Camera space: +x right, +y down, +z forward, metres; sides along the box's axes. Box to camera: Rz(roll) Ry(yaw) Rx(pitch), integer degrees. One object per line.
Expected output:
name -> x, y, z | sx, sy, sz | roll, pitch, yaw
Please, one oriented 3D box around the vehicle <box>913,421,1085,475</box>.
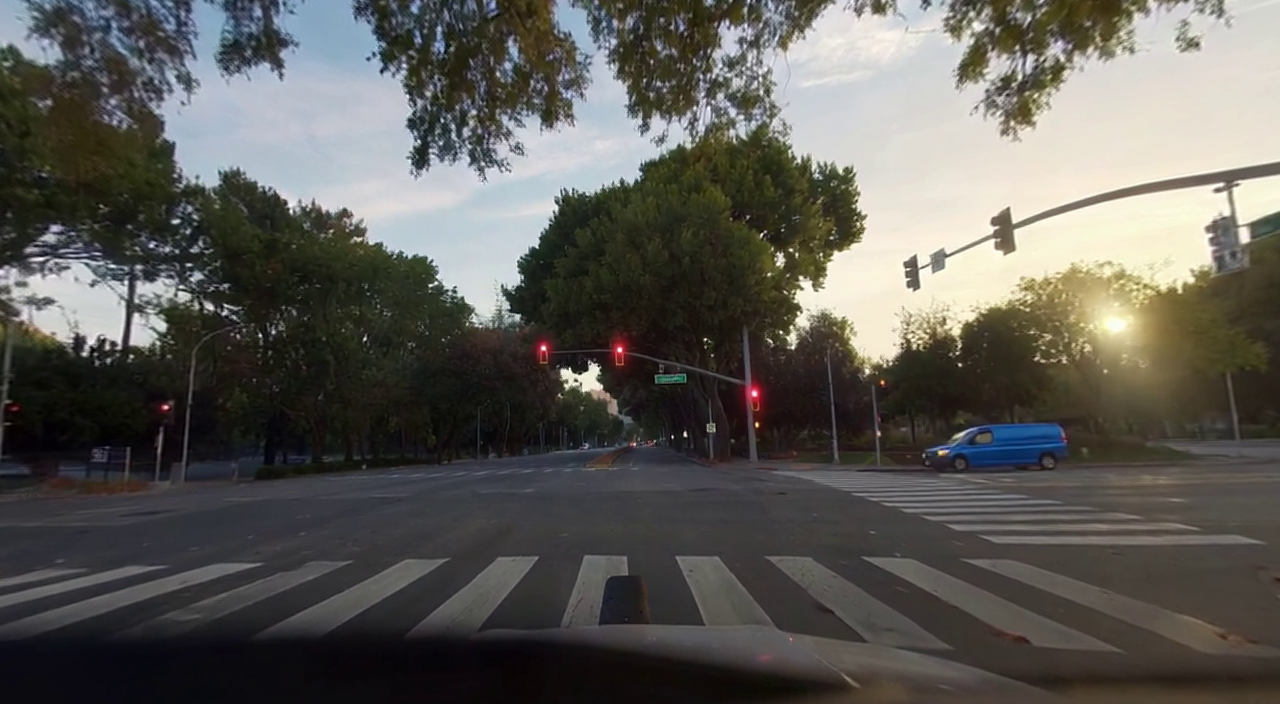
vehicle -> 12.424, 3.363, 22.090 | 4.790, 1.798, 1.909 | 0, -8, 1
